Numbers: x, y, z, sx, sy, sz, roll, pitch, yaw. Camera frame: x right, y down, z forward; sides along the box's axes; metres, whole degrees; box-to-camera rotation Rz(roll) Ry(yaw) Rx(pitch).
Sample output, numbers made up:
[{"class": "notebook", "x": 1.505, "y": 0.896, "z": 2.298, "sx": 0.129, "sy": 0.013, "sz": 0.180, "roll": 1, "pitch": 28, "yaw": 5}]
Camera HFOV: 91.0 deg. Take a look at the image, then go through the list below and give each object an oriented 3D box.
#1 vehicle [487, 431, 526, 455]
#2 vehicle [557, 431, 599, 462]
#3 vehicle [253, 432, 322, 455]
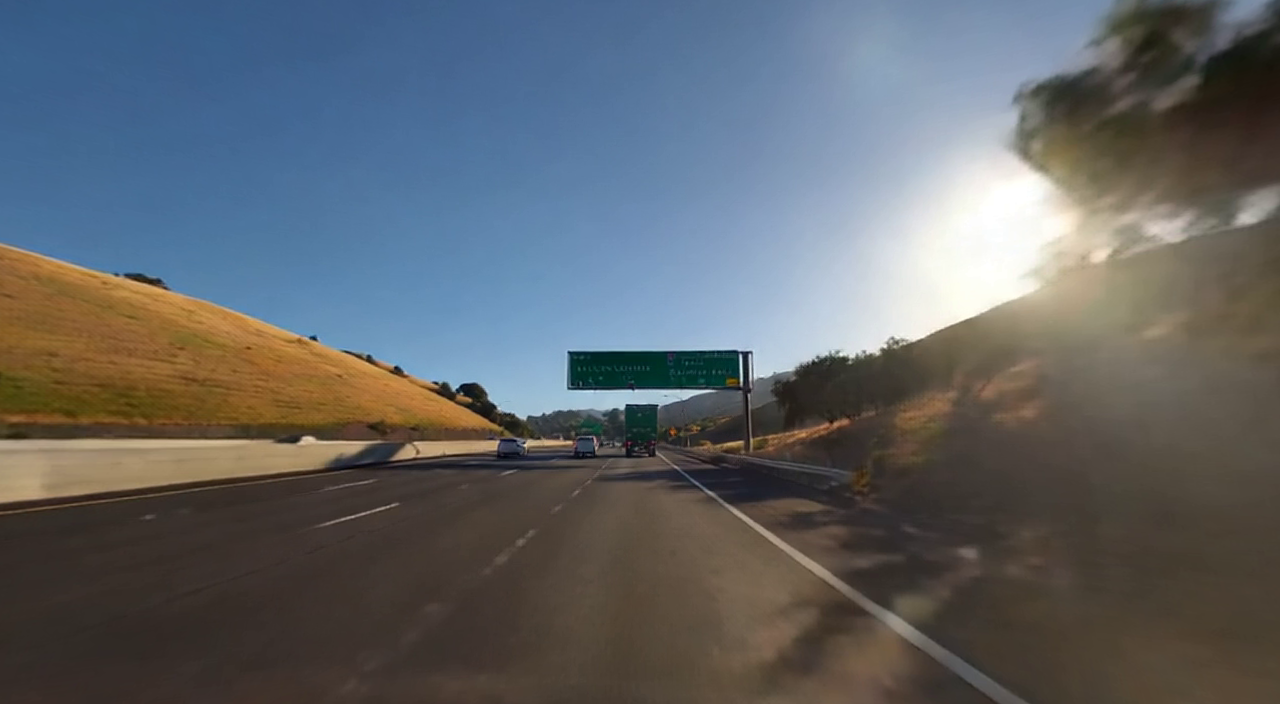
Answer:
[{"class": "vehicle", "x": -10.243, "y": 7.026, "z": 48.814, "sx": 1.958, "sy": 1.758, "sz": 4.684, "roll": 0, "pitch": -8, "yaw": 1}, {"class": "vehicle", "x": -3.669, "y": 5.703, "z": 38.099, "sx": 2.053, "sy": 1.746, "sz": 4.508, "roll": 0, "pitch": -8, "yaw": 1}, {"class": "vehicle", "x": -24.974, "y": 6.536, "z": 44.832, "sx": 2.242, "sy": 1.542, "sz": 4.585, "roll": 0, "pitch": -8, "yaw": 1}]
